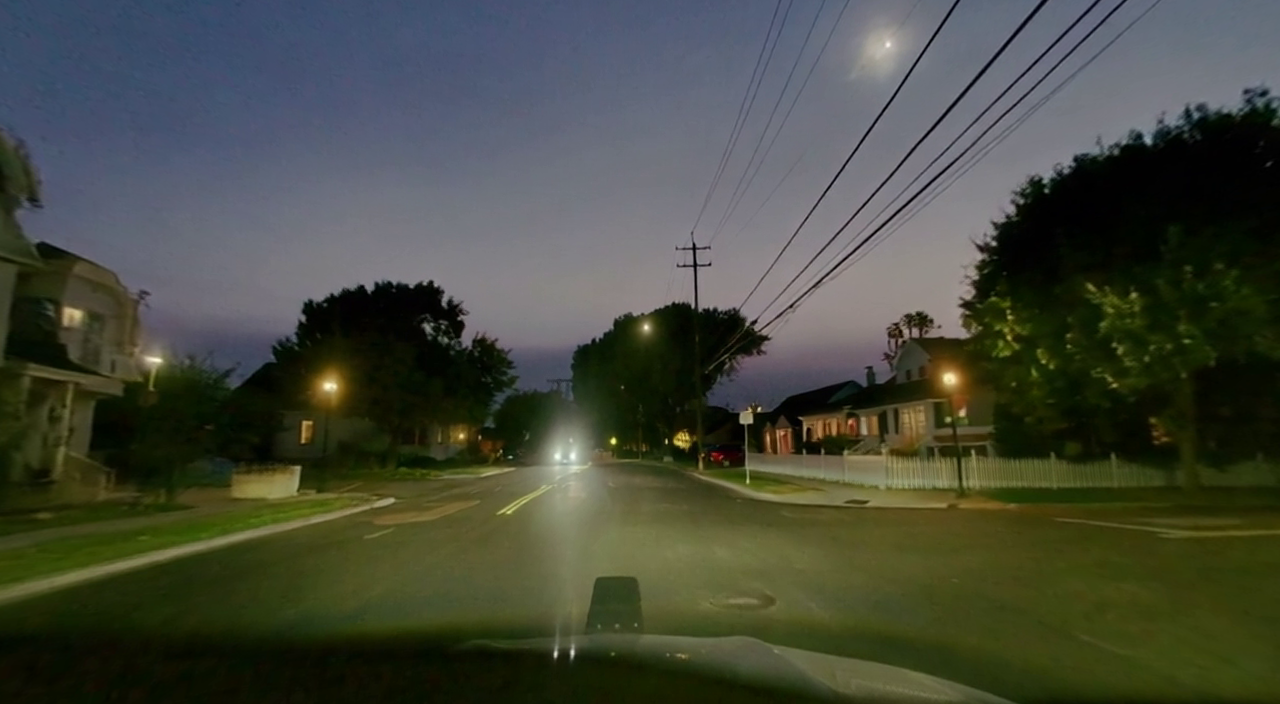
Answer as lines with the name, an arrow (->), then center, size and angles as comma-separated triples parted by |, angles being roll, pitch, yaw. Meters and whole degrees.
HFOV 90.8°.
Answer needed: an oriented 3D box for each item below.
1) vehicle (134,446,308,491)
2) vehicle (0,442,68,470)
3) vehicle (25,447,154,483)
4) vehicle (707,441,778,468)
vehicle -> -14.795, 4.114, 22.514 | 4.751, 1.459, 1.996 | -1, -8, -1
vehicle -> -40.508, 6.852, 41.668 | 1.842, 1.616, 4.207 | -3, -8, -3
vehicle -> -26.059, 5.348, 30.015 | 4.338, 1.496, 1.857 | -1, -6, -2
vehicle -> 7.007, 7.072, 43.525 | 4.412, 1.565, 1.957 | -3, -8, -1
